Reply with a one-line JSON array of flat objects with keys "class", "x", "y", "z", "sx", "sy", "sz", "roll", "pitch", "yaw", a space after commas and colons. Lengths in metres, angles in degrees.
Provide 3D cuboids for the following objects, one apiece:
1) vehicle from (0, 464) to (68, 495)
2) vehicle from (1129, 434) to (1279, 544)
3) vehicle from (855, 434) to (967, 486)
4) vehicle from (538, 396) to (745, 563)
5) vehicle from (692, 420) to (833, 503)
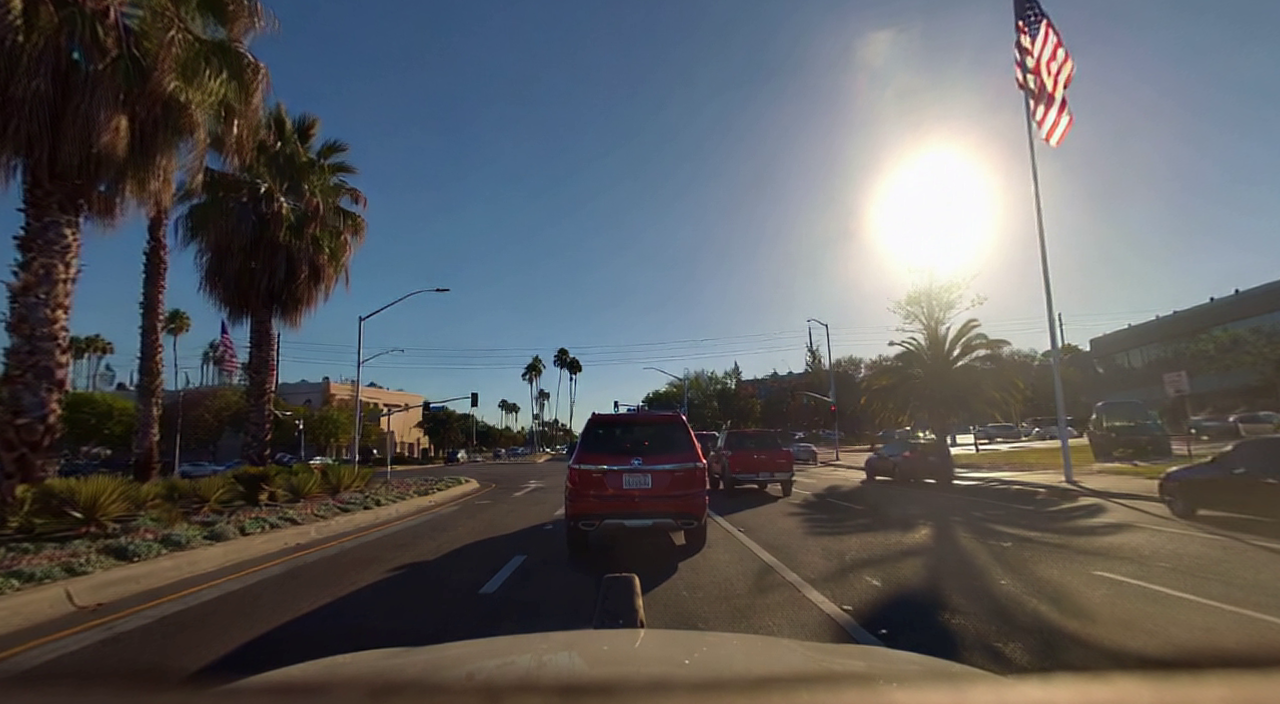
[{"class": "vehicle", "x": -45.859, "y": 9.168, "z": 45.667, "sx": 6.410, "sy": 2.078, "sz": 2.584, "roll": 0, "pitch": -9, "yaw": 0}, {"class": "vehicle", "x": 9.746, "y": 1.944, "z": 9.122, "sx": 1.967, "sy": 1.485, "sz": 4.267, "roll": 0, "pitch": -9, "yaw": 1}, {"class": "vehicle", "x": 10.095, "y": 4.048, "z": 23.998, "sx": 2.155, "sy": 1.779, "sz": 4.582, "roll": 0, "pitch": -9, "yaw": -1}, {"class": "vehicle", "x": -0.043, "y": 1.826, "z": 9.727, "sx": 2.402, "sy": 1.938, "sz": 4.535, "roll": 0, "pitch": -9, "yaw": -2}, {"class": "vehicle", "x": 3.274, "y": 3.159, "z": 18.703, "sx": 2.773, "sy": 2.021, "sz": 6.212, "roll": 0, "pitch": -9, "yaw": -2}]
